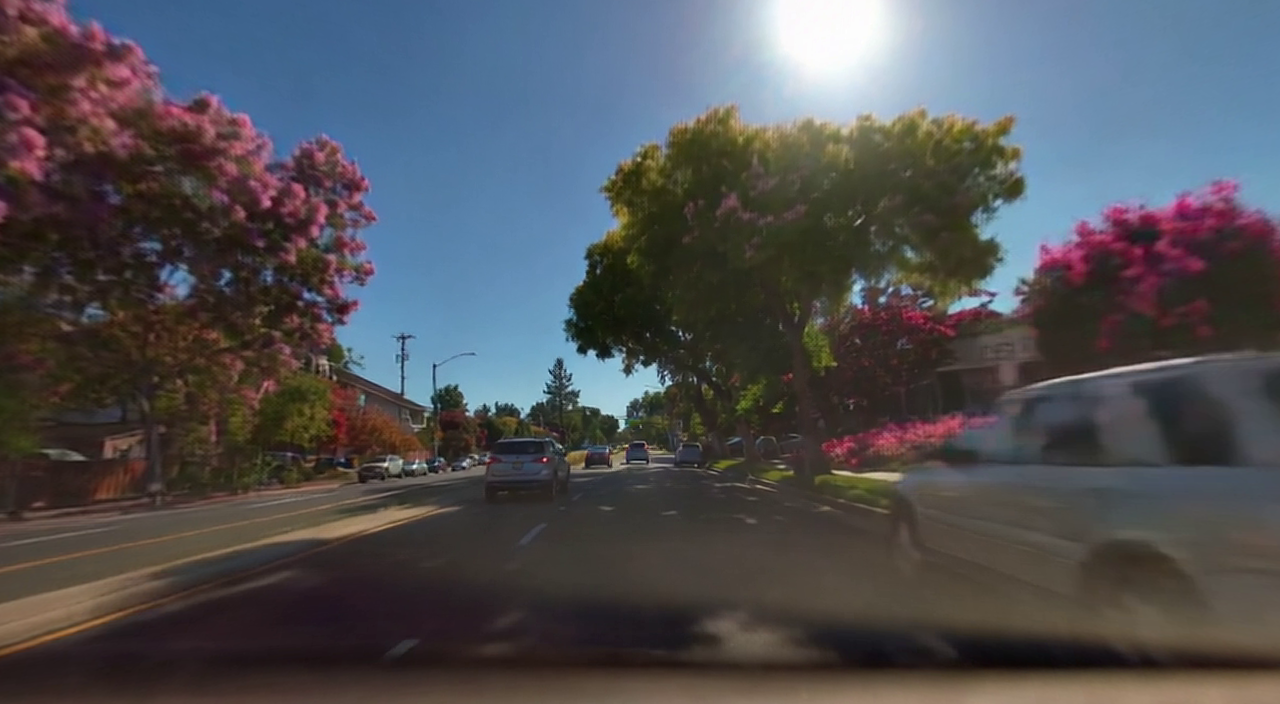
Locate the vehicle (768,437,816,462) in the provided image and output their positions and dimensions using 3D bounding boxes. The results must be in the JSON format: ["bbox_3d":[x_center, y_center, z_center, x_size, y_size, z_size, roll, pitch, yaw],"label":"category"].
[{"bbox_3d":[10.152,6.541,42.596,1.777,1.514,4.140,-2,-8,-6],"label":"vehicle"}]

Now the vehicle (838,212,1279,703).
[{"bbox_3d":[3.412,0.868,3.973,2.653,2.058,5.096,0,-9,0],"label":"vehicle"}]

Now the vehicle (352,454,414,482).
[{"bbox_3d":[-16.346,7.373,40.434,1.870,1.599,5.022,0,-9,0],"label":"vehicle"}]

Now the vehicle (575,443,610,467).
[{"bbox_3d":[-3.300,7.312,45.009,2.167,1.634,4.220,0,-9,0],"label":"vehicle"}]

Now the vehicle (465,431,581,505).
[{"bbox_3d":[-3.037,3.169,17.711,2.257,1.751,5.028,0,-9,1],"label":"vehicle"}]

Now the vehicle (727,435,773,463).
[{"bbox_3d":[7.339,6.513,42.613,2.112,1.776,4.555,1,-8,-2],"label":"vehicle"}]

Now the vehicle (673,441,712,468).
[{"bbox_3d":[3.506,6.929,42.892,2.150,1.655,4.739,0,-9,-1],"label":"vehicle"}]

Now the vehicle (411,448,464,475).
[{"bbox_3d":[-14.139,7.642,44.325,2.123,1.770,4.848,0,-9,0],"label":"vehicle"}]
